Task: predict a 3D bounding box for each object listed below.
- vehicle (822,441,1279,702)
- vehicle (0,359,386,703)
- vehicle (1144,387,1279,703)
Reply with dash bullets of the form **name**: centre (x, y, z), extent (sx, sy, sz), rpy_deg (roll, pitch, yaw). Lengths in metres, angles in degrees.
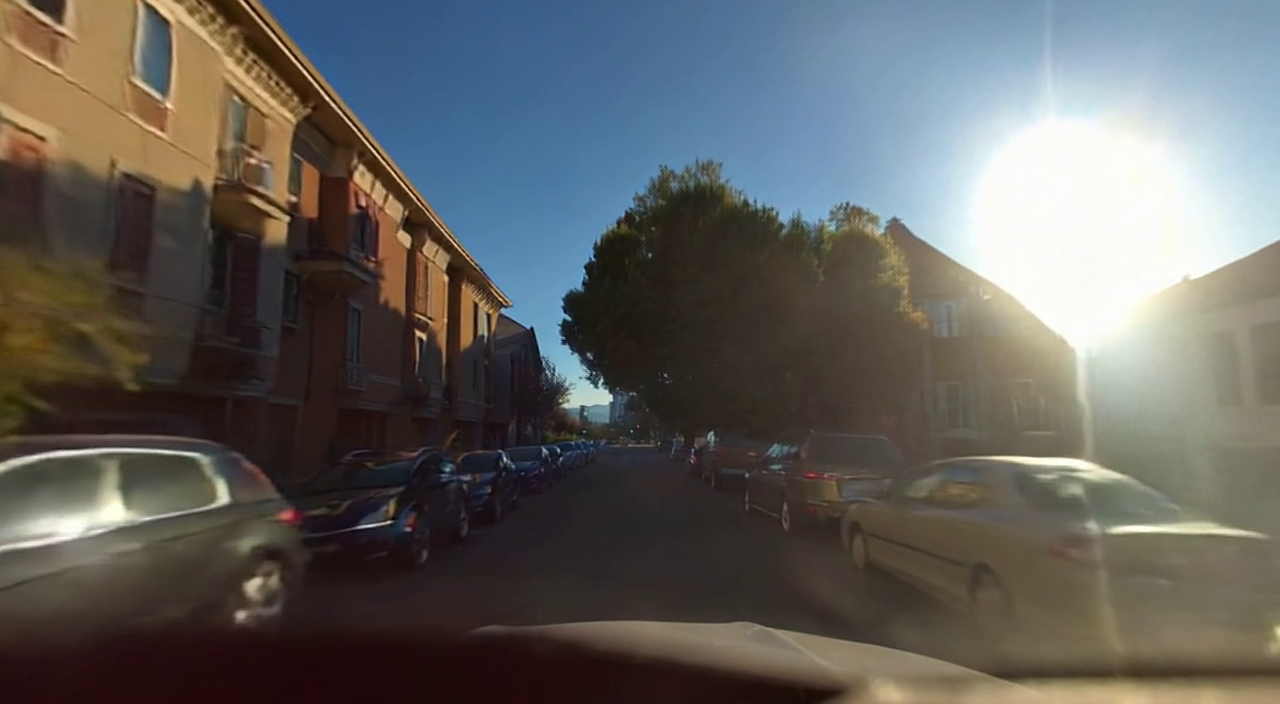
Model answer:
- **vehicle**: centre (3.205, 1.532, 5.626), extent (1.809, 1.444, 3.882), rpy_deg (0, -8, -3)
- **vehicle**: centre (-3.180, 1.084, 3.124), extent (2.081, 1.679, 4.506), rpy_deg (-3, -9, -1)
- **vehicle**: centre (3.360, 0.812, 0.616), extent (1.968, 1.595, 4.543), rpy_deg (7, -8, -2)
